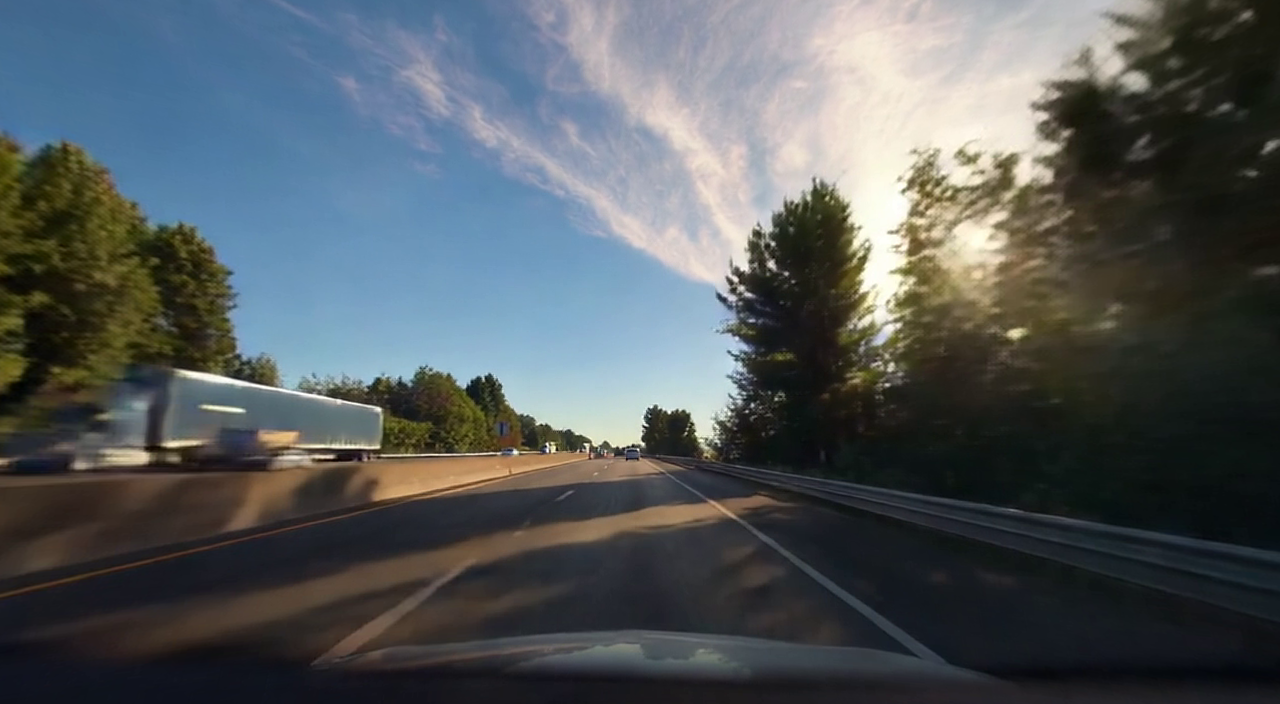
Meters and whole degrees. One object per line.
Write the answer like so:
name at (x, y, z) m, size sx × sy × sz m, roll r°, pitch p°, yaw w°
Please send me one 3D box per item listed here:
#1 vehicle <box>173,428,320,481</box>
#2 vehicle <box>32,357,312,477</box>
vehicle at (-12.170, 3.231, 19.889) m, size 1.960 × 1.471 × 4.203 m, roll 0°, pitch -9°, yaw -1°
vehicle at (-16.617, 2.723, 23.971) m, size 2.903 × 3.554 × 10.284 m, roll 0°, pitch -9°, yaw -1°
